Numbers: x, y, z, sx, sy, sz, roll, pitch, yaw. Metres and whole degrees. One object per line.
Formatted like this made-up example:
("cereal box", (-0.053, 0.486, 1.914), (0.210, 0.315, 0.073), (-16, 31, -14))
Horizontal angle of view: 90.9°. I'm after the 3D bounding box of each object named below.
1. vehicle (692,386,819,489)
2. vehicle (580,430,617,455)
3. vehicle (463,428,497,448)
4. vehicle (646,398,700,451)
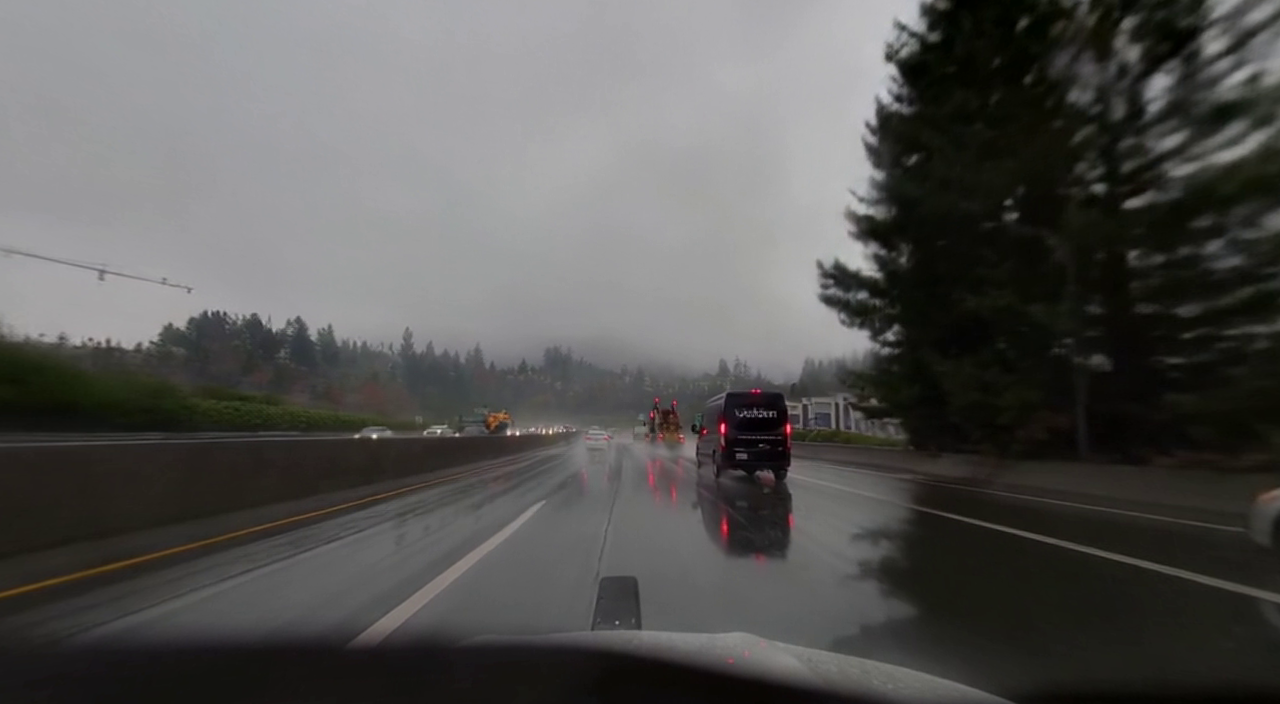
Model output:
("vehicle", (3.108, 2.510, 18.576), (2.386, 2.509, 5.880), (0, -8, -2))
("vehicle", (-2.602, 5.851, 40.666), (2.217, 1.502, 4.222), (0, -8, -1))
("vehicle", (-12.601, 6.788, 49.873), (1.781, 1.459, 4.003), (1, -8, -2))
("vehicle", (2.403, 5.784, 49.368), (2.912, 3.738, 10.123), (1, -8, -4))
